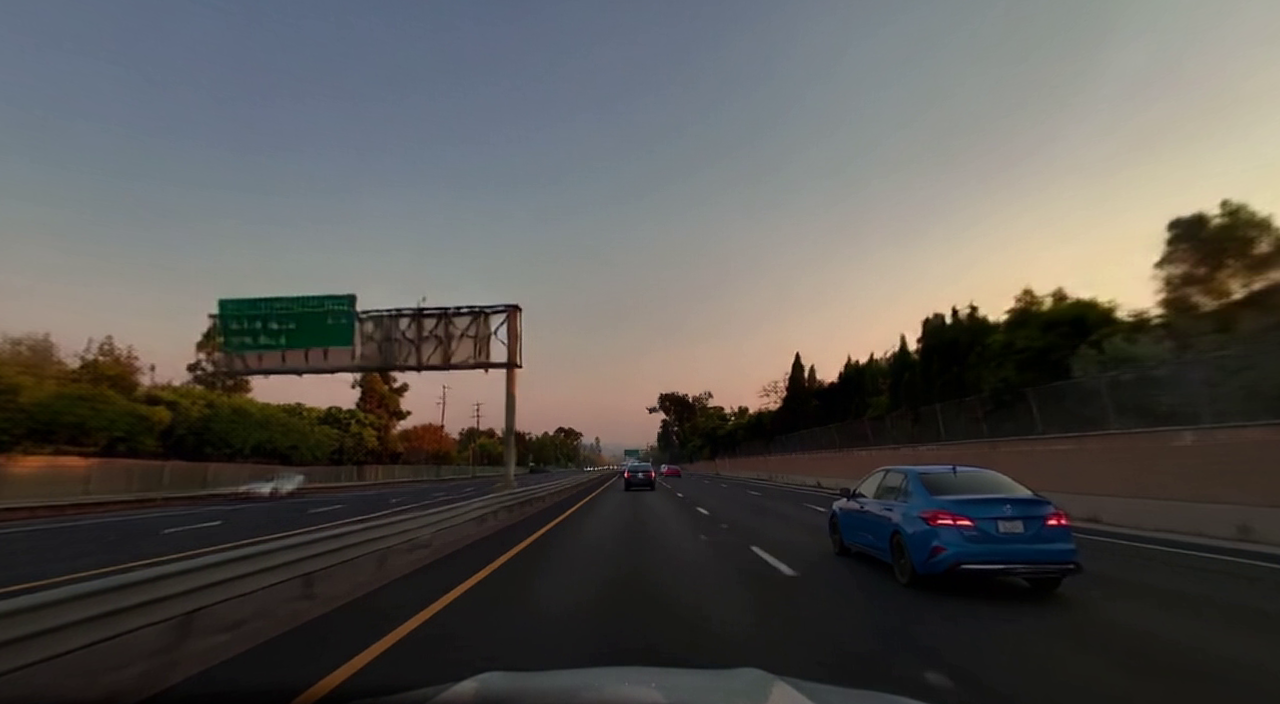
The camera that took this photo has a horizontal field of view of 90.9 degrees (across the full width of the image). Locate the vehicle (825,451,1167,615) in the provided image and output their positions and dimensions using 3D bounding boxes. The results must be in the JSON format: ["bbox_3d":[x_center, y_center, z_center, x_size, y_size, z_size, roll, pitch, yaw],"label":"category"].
[{"bbox_3d":[3.966,2.091,8.026,1.938,1.494,4.032,1,-11,-1],"label":"vehicle"}]

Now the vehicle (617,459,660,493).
[{"bbox_3d":[-0.063,6.330,32.227,2.037,1.605,3.833,1,-11,0],"label":"vehicle"}]

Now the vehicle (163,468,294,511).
[{"bbox_3d":[-15.301,5.125,23.773,1.930,1.436,4.372,1,-11,1],"label":"vehicle"}]
